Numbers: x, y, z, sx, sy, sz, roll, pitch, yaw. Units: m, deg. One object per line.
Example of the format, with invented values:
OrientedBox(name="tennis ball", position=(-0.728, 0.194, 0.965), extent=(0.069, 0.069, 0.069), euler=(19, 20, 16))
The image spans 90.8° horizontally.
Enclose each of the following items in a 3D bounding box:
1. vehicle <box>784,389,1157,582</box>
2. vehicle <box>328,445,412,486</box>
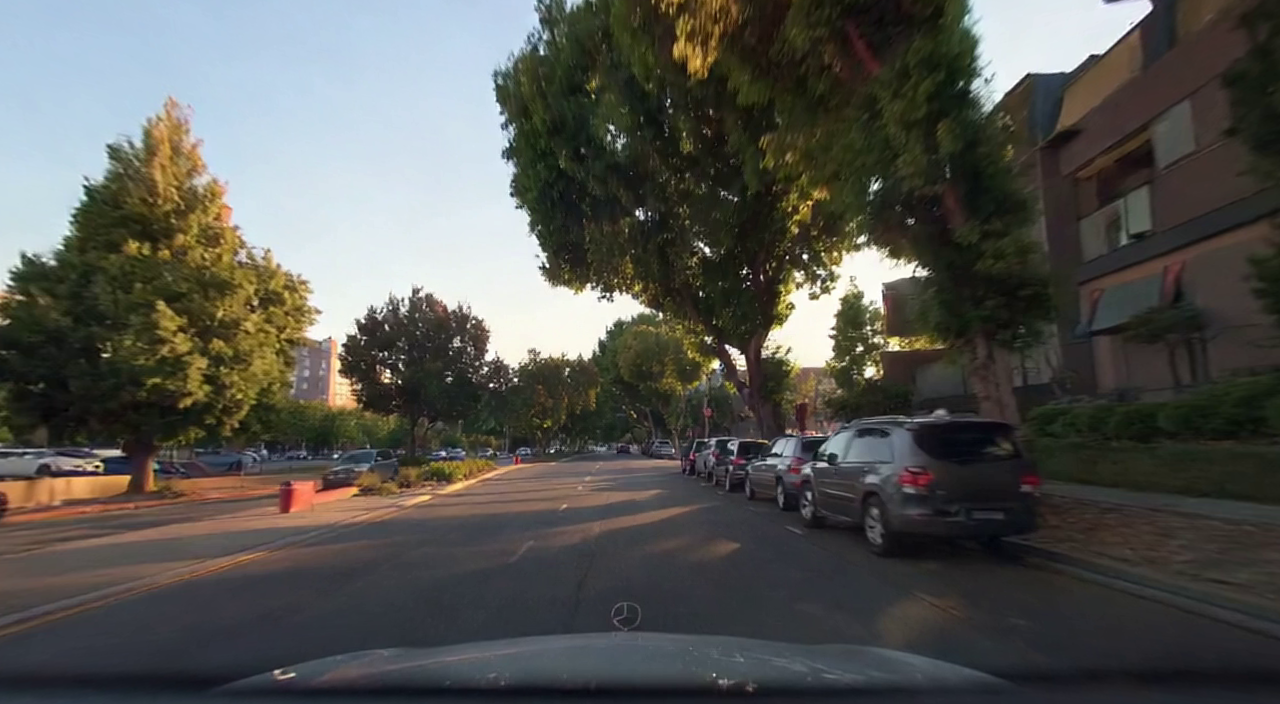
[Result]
OrientedBox(name="vehicle", position=(3.841, 1.678, 8.852), extent=(2.129, 1.853, 5.275), euler=(0, -8, -3))
OrientedBox(name="vehicle", position=(-11.855, 4.975, 28.124), extent=(1.950, 1.629, 4.333), euler=(0, -8, -2))
